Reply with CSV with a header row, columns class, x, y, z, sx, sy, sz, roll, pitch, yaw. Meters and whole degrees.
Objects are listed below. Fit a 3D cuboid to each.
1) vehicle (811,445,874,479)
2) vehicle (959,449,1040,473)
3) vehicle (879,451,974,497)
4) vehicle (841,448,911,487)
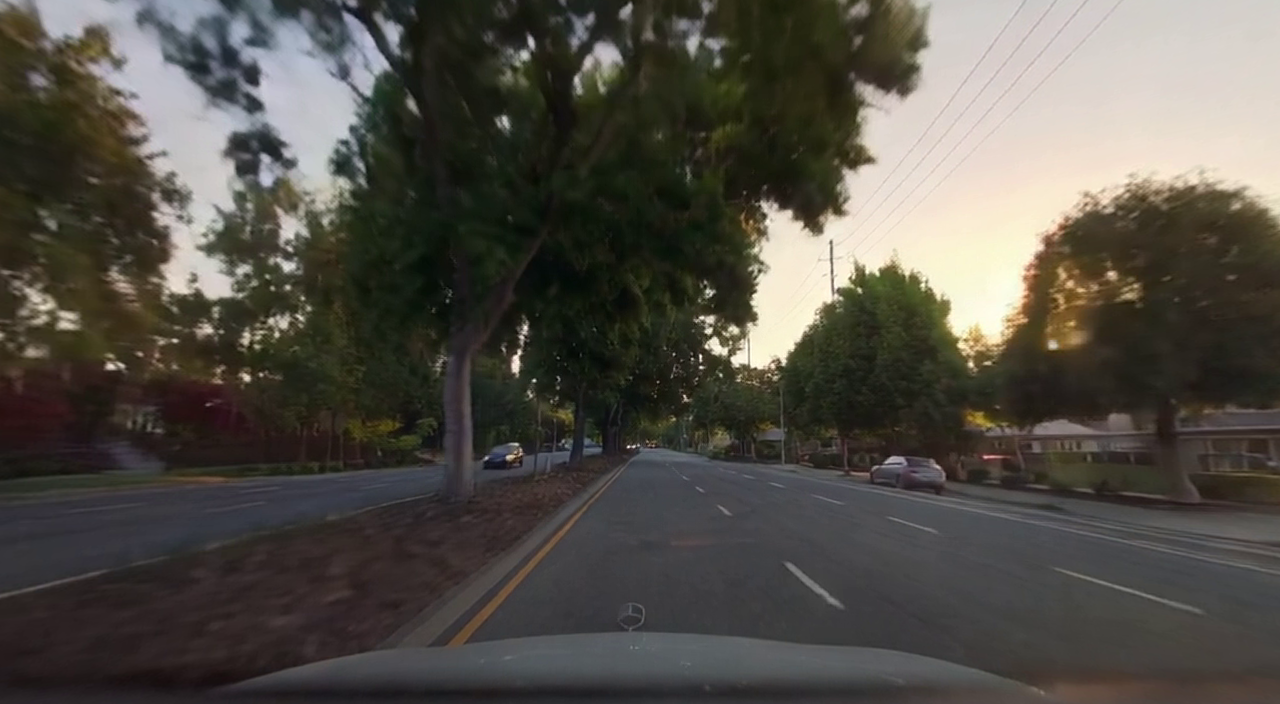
class,x,y,z,sx,sy,sz,roll,pitch,yaw
vehicle,11.957,6.500,37.600,2.178,1.858,4.726,0,-8,-1
vehicle,25.918,7.873,45.525,4.670,1.636,1.946,0,-8,0
vehicle,11.683,4.962,26.034,2.061,1.575,4.098,4,-8,1
vehicle,11.814,5.772,31.860,1.869,1.522,4.295,8,-8,1
